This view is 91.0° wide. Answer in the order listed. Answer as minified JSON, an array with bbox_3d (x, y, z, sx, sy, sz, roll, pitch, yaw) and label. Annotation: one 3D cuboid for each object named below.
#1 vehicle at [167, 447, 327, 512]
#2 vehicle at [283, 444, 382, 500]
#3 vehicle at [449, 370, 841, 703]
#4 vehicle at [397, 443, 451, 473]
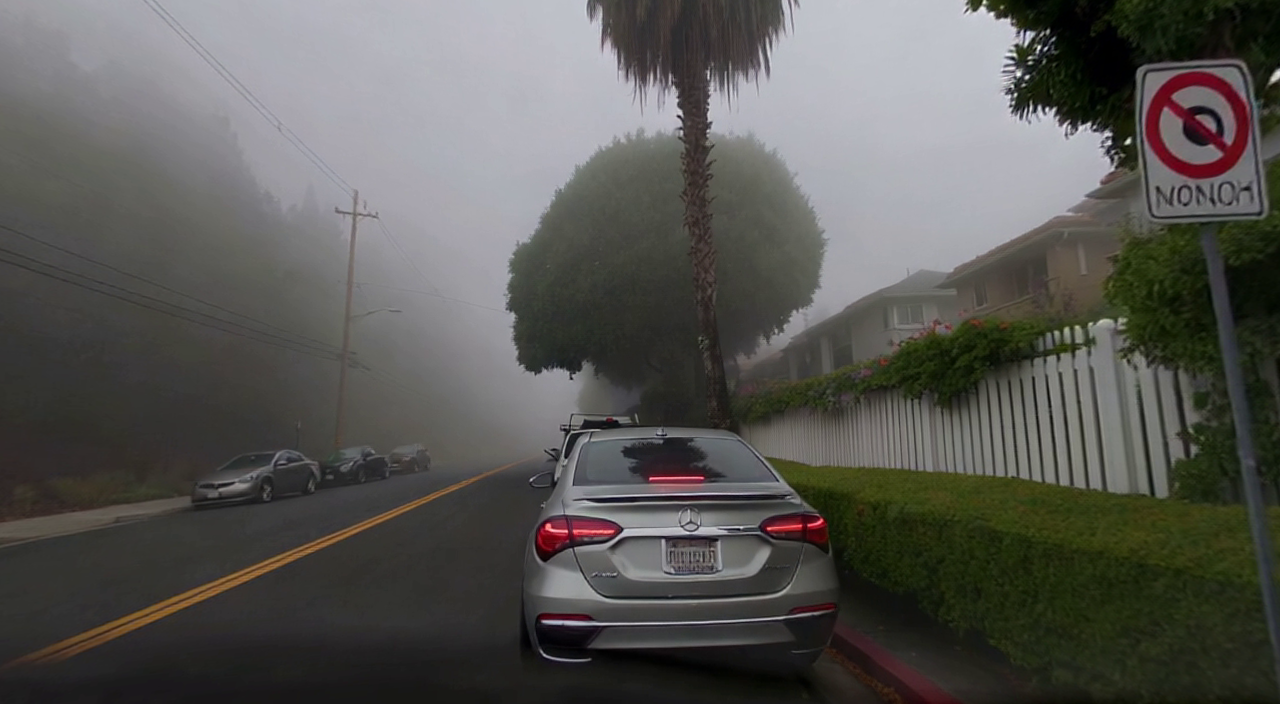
[{"bbox_3d":[-11.398,3.662,18.793,2.017,1.627,5.039,1,-8,-7],"label":"vehicle"},{"bbox_3d":[-12.156,4.711,25.250,2.048,1.485,4.757,-4,-4,-7],"label":"vehicle"},{"bbox_3d":[-0.135,1.216,4.998,1.894,1.695,3.795,1,-8,-6],"label":"vehicle"},{"bbox_3d":[-13.174,6.472,38.710,2.060,1.689,4.999,1,-8,-7],"label":"vehicle"}]
